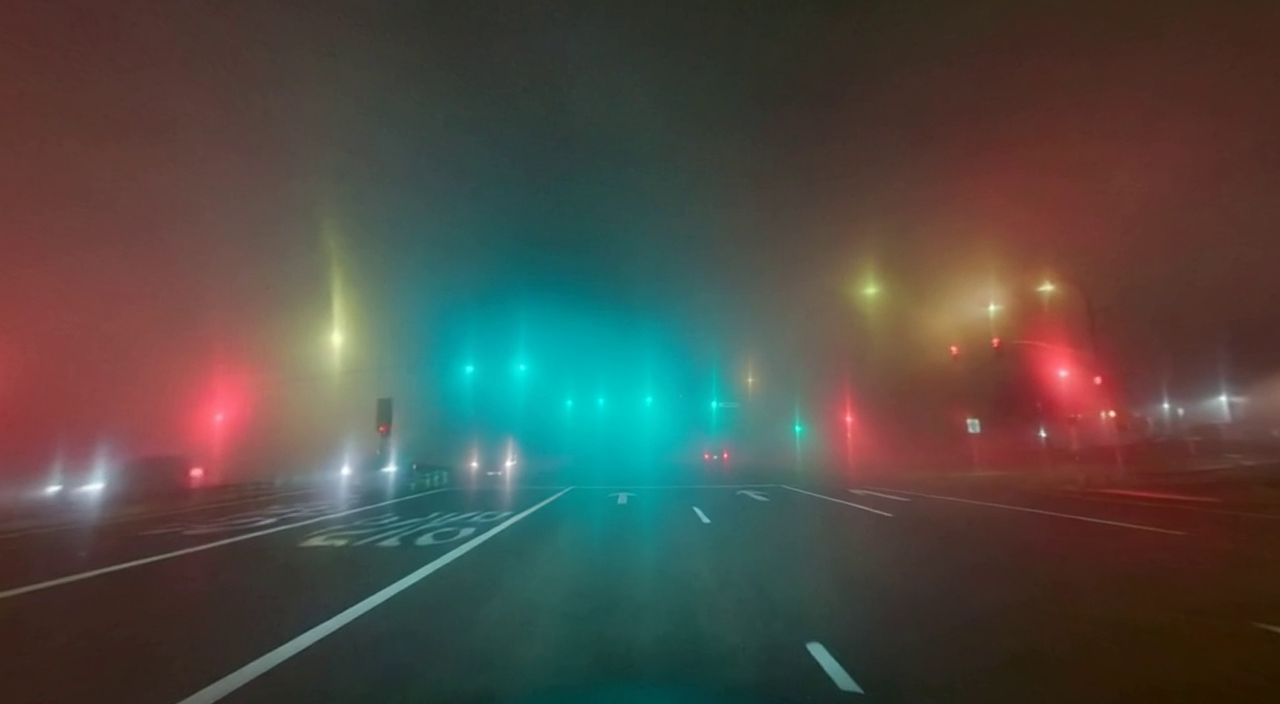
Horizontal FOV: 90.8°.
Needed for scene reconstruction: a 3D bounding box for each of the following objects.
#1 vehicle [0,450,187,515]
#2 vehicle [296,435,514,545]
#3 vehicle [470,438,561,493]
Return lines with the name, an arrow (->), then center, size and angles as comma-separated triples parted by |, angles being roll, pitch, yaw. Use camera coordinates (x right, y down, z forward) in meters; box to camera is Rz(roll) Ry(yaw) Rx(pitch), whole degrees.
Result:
vehicle -> -15.753, 3.601, 18.024 | 1.971, 1.548, 4.907 | 0, -8, 1
vehicle -> -3.662, 2.217, 10.926 | 2.018, 1.463, 4.603 | 0, -8, 0
vehicle -> -3.823, 3.564, 20.181 | 1.974, 1.538, 4.287 | 0, -8, 1
